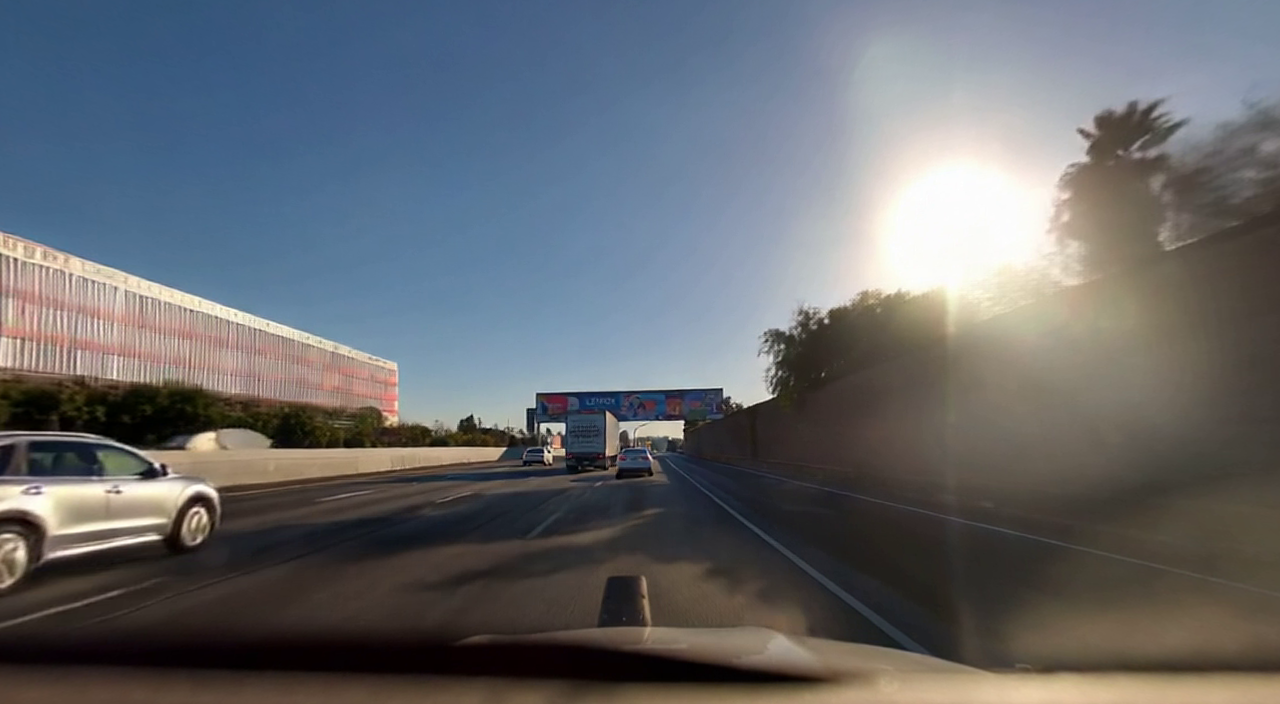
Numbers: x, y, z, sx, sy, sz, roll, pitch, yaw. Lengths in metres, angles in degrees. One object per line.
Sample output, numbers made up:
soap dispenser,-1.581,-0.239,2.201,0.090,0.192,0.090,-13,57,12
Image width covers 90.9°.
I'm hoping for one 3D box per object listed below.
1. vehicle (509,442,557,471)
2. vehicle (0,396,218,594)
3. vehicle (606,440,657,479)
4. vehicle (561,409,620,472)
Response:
vehicle,-6.533,6.435,38.983,2.124,1.674,4.541,0,-9,1
vehicle,-6.972,1.331,5.924,2.401,1.759,5.126,0,-9,0
vehicle,-0.382,4.839,28.527,2.168,1.597,3.615,0,-9,-1
vehicle,-2.874,5.581,39.386,2.794,3.460,8.595,0,-9,1
